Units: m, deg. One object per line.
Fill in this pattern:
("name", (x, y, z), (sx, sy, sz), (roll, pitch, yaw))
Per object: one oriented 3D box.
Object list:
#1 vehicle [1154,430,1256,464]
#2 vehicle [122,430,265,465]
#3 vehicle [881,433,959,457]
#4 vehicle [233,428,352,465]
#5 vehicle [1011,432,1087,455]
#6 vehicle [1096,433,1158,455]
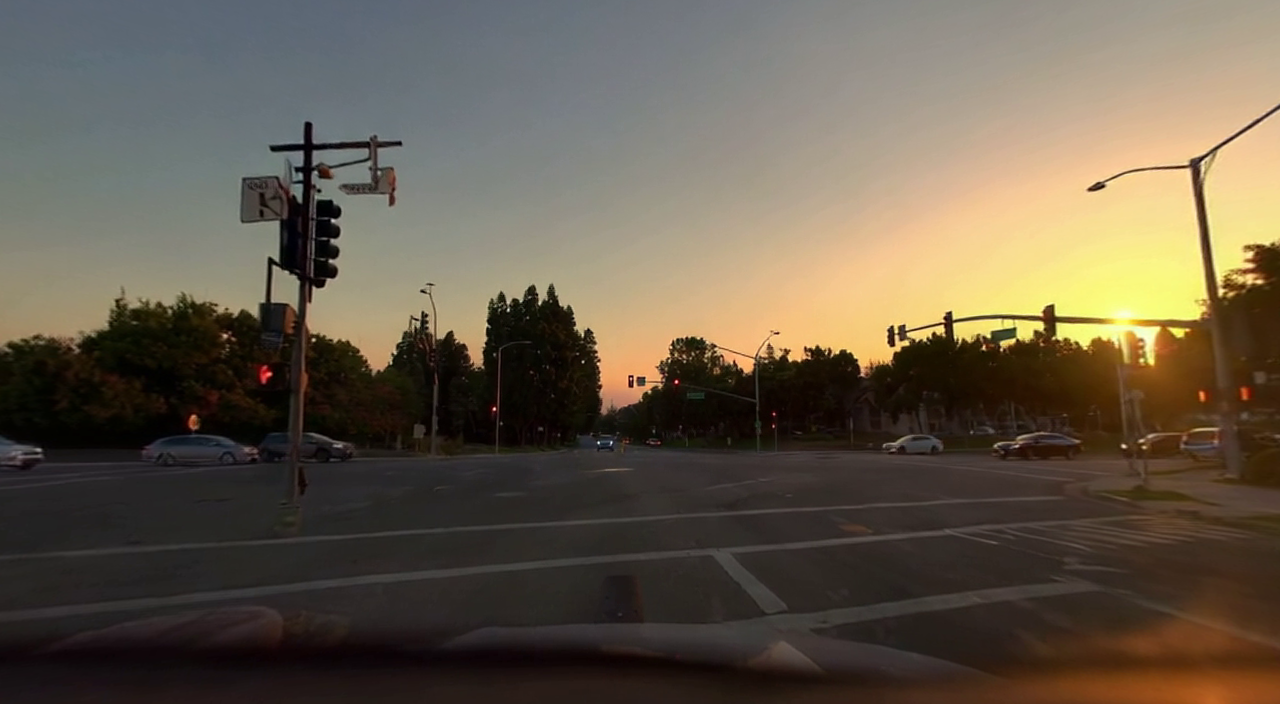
("vehicle", (27.655, 4.660, 30.914), (4.515, 1.543, 1.872), (4, -9, -24))
("vehicle", (-20.269, 4.377, 28.930), (4.912, 1.485, 1.922), (3, -9, -19))
("vehicle", (18.054, 6.007, 40.793), (4.516, 1.468, 1.962), (3, -9, -22))
("vehicle", (-15.250, 4.197, 28.026), (4.331, 1.544, 1.896), (3, -9, -21))
("vehicle", (29.092, 6.534, 44.958), (4.481, 1.561, 2.001), (2, -9, -16))
("vehicle", (37.001, 7.013, 48.000), (4.533, 1.471, 1.772), (6, -8, -24))
